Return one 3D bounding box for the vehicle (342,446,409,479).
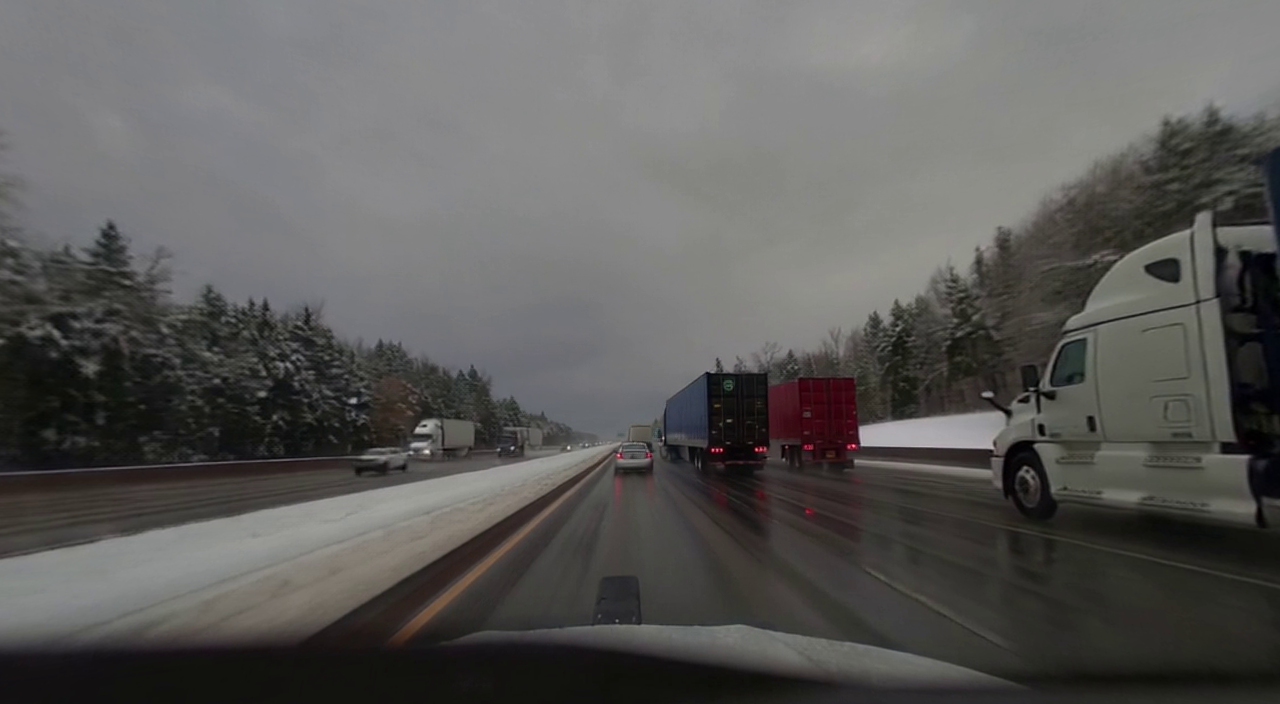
[{"bbox_3d":[-12.790,5.357,30.718,1.767,1.442,3.559,0,-8,-1],"label":"vehicle"}]

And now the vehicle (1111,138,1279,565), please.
[{"bbox_3d":[8.171,-0.686,1.318,3.110,4.308,14.260,0,-8,-1],"label":"vehicle"}]

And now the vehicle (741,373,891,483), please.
[{"bbox_3d":[7.731,3.780,30.771,2.876,4.111,14.145,0,-8,-2],"label":"vehicle"}]

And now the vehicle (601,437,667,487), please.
[{"bbox_3d":[-0.238,3.633,21.208,2.038,1.477,3.773,0,-8,-2],"label":"vehicle"}]

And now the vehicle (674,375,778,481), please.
[{"bbox_3d":[3.711,3.878,31.683,2.888,4.099,14.183,0,-8,-2],"label":"vehicle"}]
